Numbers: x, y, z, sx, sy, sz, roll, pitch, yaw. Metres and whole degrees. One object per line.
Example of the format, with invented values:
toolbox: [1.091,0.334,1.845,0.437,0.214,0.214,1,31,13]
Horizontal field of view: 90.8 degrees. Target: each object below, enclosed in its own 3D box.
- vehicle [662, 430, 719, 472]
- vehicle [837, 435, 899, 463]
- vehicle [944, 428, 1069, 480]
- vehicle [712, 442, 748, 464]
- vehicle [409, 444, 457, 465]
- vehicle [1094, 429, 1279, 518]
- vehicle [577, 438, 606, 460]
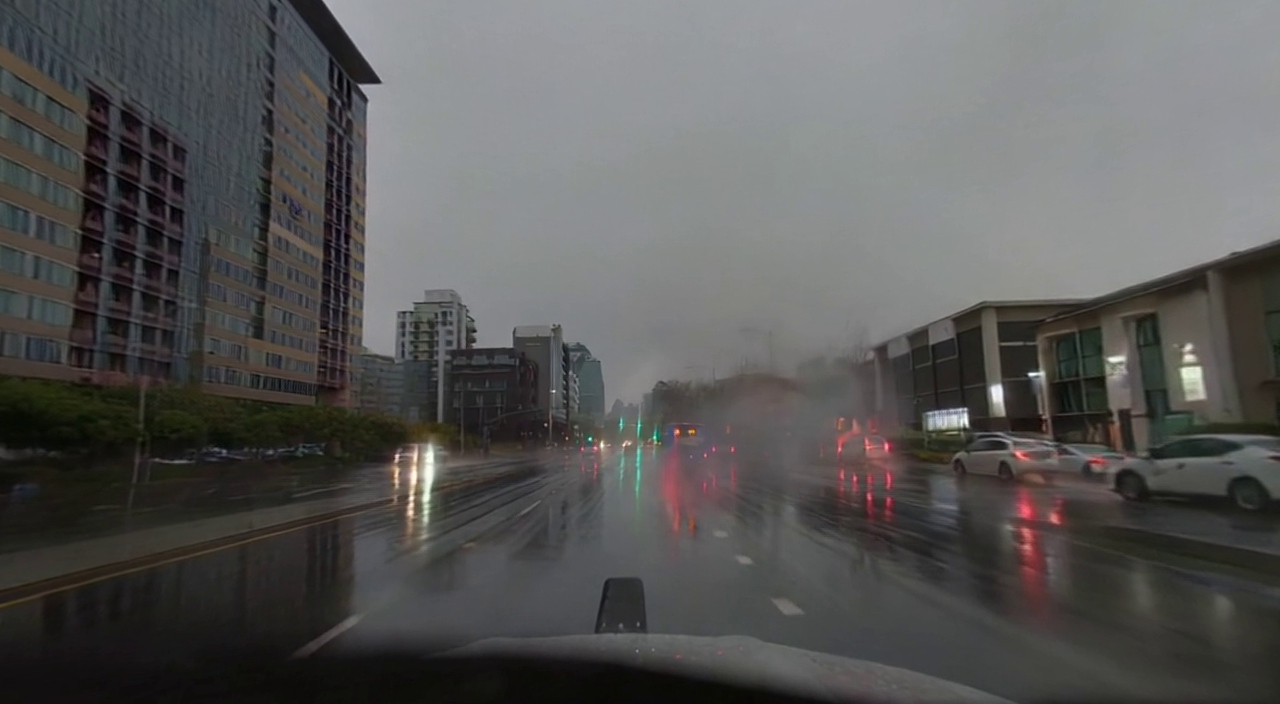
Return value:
vehicle: [2.282,4.691,29.992,2.130,1.787,5.126,0,-8,-1]
vehicle: [14.430,6.158,40.245,1.975,1.648,4.451,1,-8,-5]
vehicle: [14.219,4.022,24.948,2.019,1.819,4.909,0,-9,1]
vehicle: [6.313,7.110,44.538,1.795,1.459,4.333,0,-8,-2]
vehicle: [-15.438,7.649,47.392,2.019,1.471,4.513,0,-8,0]
vehicle: [12.009,2.337,12.607,1.954,1.483,4.742,-2,-8,-7]
vehicle: [-3.706,7.535,49.099,2.046,1.617,4.601,0,-8,-1]
